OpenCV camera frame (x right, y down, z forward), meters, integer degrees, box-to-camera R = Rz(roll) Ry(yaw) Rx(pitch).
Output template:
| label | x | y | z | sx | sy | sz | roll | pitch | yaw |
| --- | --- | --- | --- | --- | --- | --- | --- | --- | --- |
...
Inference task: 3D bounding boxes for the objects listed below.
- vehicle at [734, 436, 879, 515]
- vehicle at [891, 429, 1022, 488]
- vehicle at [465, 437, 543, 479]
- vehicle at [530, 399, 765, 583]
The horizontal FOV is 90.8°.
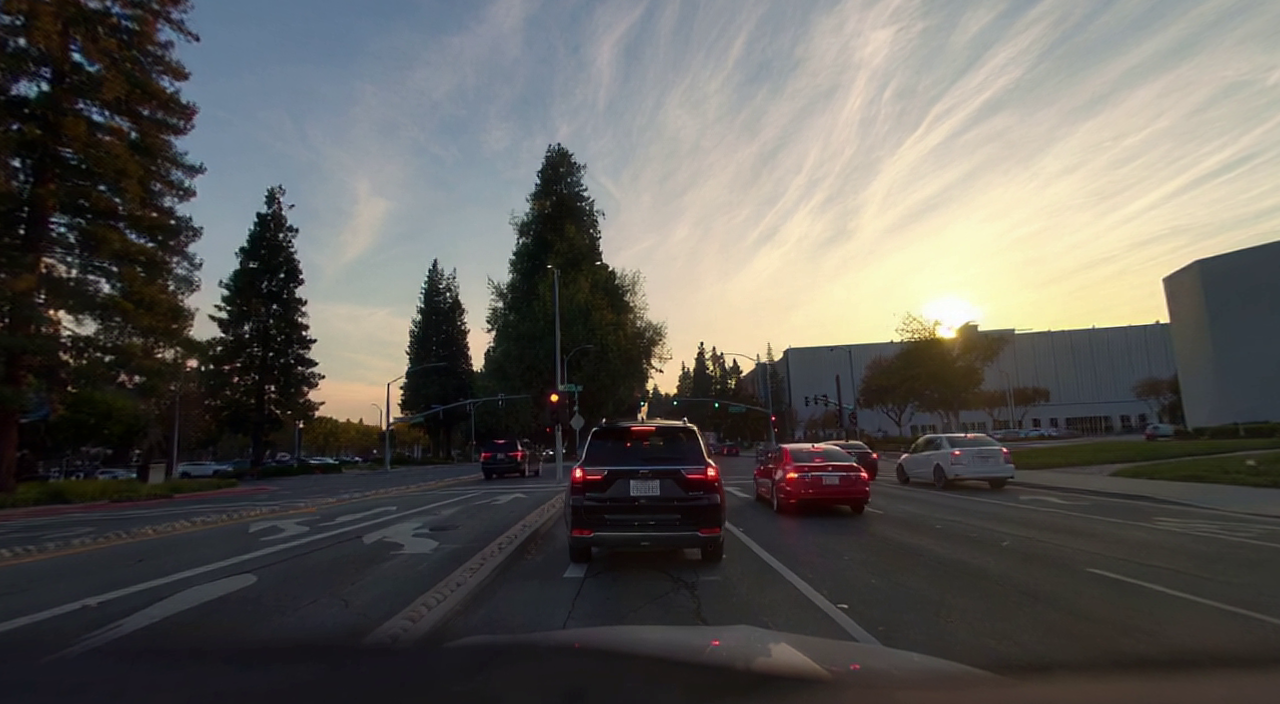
| label | x | y | z | sx | sy | sz | roll | pitch | yaw |
| --- | --- | --- | --- | --- | --- | --- | --- | --- | --- |
| vehicle | 3.498 | 2.690 | 14.244 | 1.997 | 1.471 | 4.321 | 0 | -9 | -1 |
| vehicle | 10.856 | 3.693 | 22.137 | 2.123 | 1.812 | 4.553 | 0 | -9 | -1 |
| vehicle | -6.278 | 4.979 | 29.967 | 2.555 | 1.819 | 5.145 | 0 | -9 | 0 |
| vehicle | 0.066 | 1.660 | 8.272 | 2.266 | 1.762 | 4.131 | 0 | -9 | 0 |
